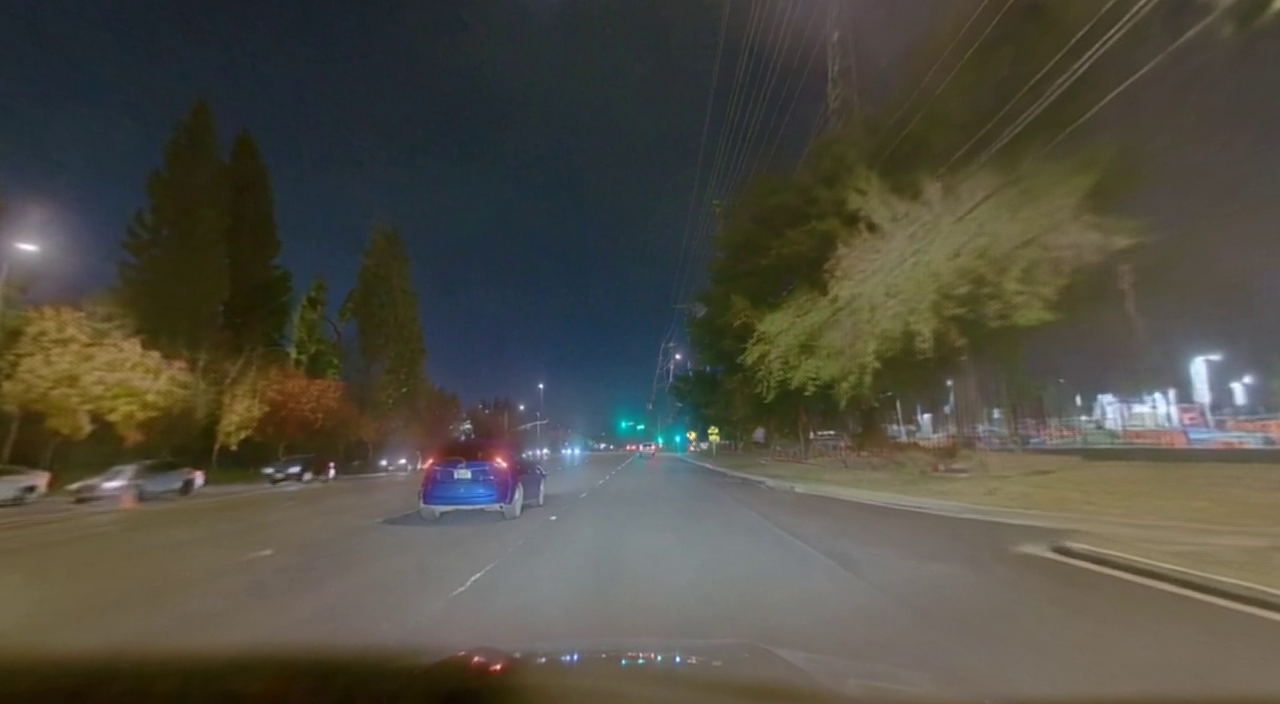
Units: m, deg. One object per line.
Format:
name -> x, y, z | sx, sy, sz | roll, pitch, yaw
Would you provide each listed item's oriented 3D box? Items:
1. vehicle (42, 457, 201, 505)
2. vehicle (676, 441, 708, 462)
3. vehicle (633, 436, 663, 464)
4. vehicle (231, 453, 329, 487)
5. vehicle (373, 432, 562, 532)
vehicle -> -18.553, 4.601, 22.928 | 1.979, 1.470, 4.571 | 0, -9, -1
vehicle -> 3.981, 7.694, 48.802 | 2.142, 1.475, 4.565 | 0, -9, 0
vehicle -> 0.528, 6.906, 44.662 | 2.060, 1.845, 4.151 | 0, -9, 0
vehicle -> -17.750, 5.806, 31.381 | 1.945, 1.511, 4.458 | -1, -9, 5
vehicle -> -2.899, 2.329, 11.940 | 2.087, 1.480, 4.825 | 0, -9, 2
